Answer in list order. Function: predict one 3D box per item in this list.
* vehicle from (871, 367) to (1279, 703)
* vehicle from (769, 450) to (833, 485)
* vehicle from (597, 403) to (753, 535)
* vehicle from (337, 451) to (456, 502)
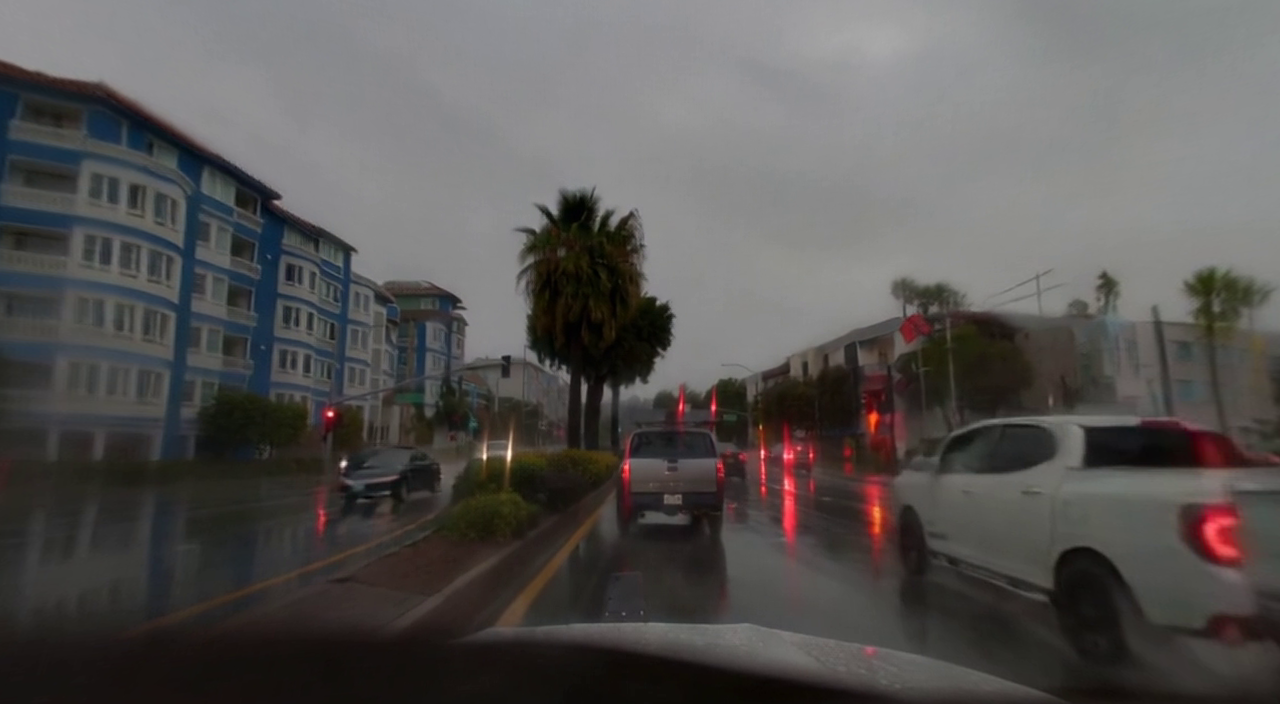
[{"bbox_3d":[4.047,1.297,5.445,2.283,1.738,4.916,0,-9,1],"label":"vehicle"},{"bbox_3d":[7.675,5.512,30.485,1.958,1.523,4.553,0,-9,1],"label":"vehicle"},{"bbox_3d":[0.608,2.303,12.966,2.487,2.115,5.444,0,-9,1],"label":"vehicle"},{"bbox_3d":[-8.021,4.109,21.326,2.061,1.496,4.600,-1,-9,2],"label":"vehicle"}]
